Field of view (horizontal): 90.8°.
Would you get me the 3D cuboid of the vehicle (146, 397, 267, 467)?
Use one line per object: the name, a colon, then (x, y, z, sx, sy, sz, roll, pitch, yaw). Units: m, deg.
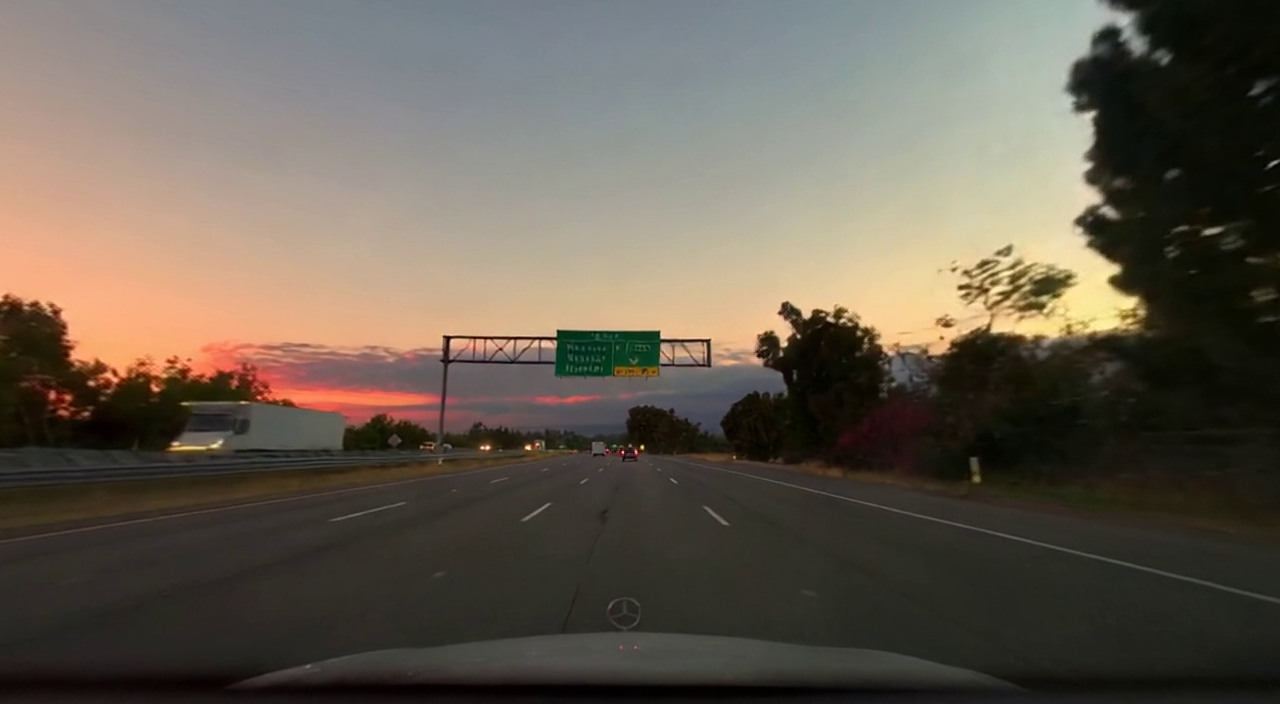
vehicle: (-25.785, 4.880, 37.944, 3.021, 3.858, 5.845, 0, -9, -2)
